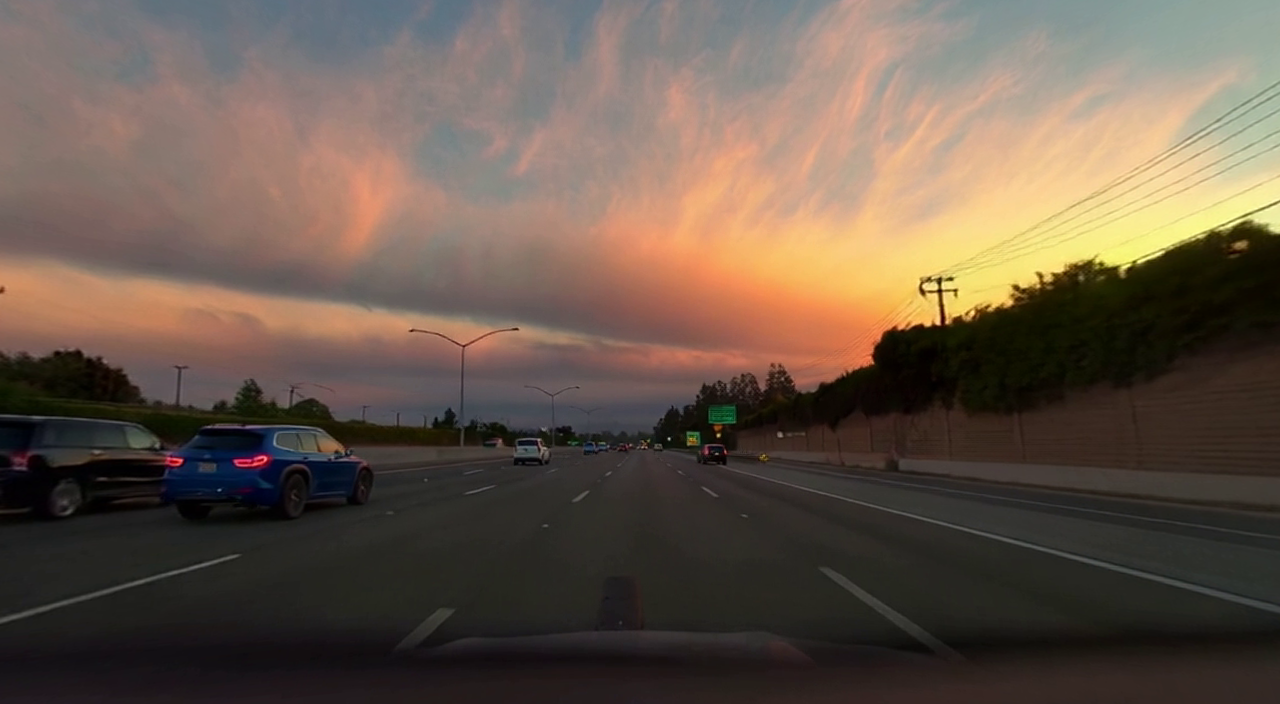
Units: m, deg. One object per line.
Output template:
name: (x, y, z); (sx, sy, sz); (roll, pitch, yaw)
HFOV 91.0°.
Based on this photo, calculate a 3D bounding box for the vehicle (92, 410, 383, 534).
vehicle: (-6.543, 2.015, 11.091); (2.058, 1.698, 4.567); (0, -9, 0)

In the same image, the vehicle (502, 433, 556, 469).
vehicle: (-6.448, 5.820, 37.100); (2.255, 1.934, 4.868); (0, -9, 0)

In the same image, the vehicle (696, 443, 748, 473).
vehicle: (4.507, 5.920, 35.455); (2.251, 1.520, 4.550); (1, -9, -1)

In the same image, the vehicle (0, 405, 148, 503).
vehicle: (-13.814, 2.139, 13.307); (2.162, 1.922, 5.732); (0, -9, 0)
